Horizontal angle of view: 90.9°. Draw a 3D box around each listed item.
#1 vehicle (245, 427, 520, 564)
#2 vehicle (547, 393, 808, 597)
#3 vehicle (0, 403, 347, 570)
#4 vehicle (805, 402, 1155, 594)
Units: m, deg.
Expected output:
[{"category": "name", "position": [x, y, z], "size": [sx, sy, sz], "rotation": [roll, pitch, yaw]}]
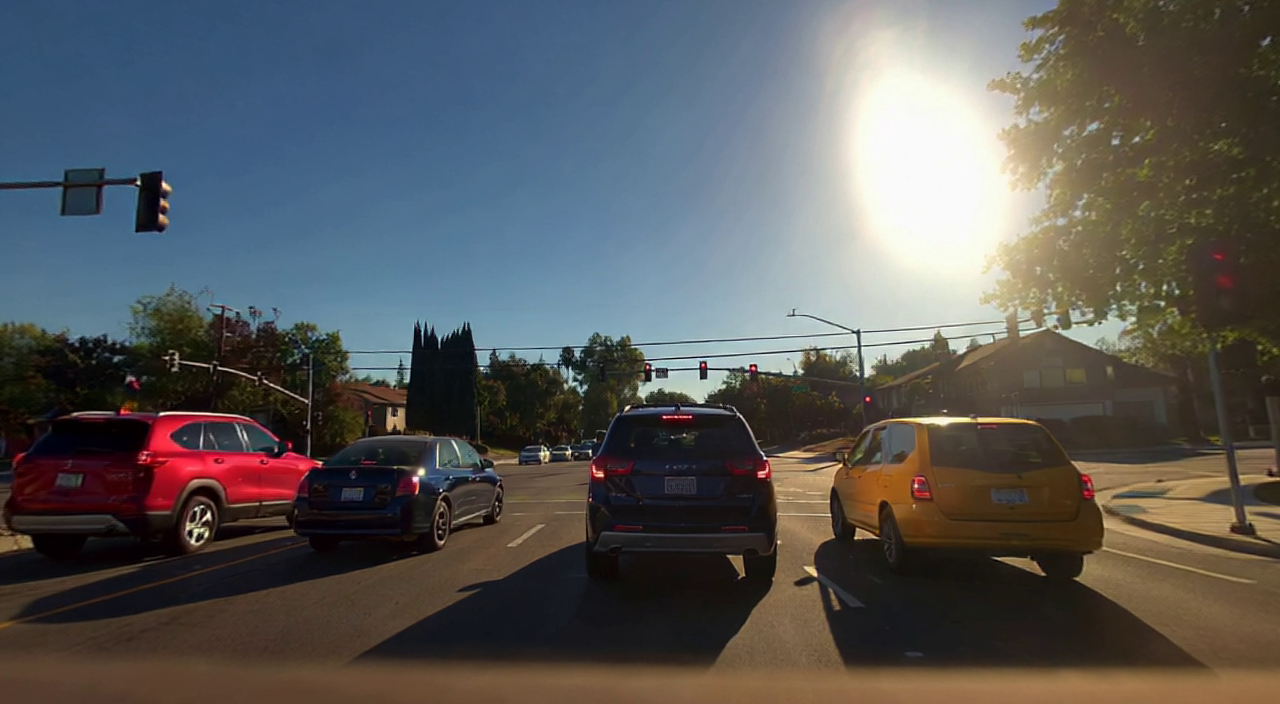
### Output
[{"category": "vehicle", "position": [-3.237, 1.885, 9.103], "size": [1.885, 1.475, 4.359], "rotation": [-1, -8, 4]}, {"category": "vehicle", "position": [0.392, 1.520, 7.499], "size": [2.198, 1.708, 4.170], "rotation": [0, -8, 2]}, {"category": "vehicle", "position": [-6.636, 1.824, 9.359], "size": [2.075, 1.796, 4.785], "rotation": [0, -8, 2]}, {"category": "vehicle", "position": [3.527, 1.590, 7.745], "size": [2.047, 1.638, 4.395], "rotation": [-1, -8, 4]}]
